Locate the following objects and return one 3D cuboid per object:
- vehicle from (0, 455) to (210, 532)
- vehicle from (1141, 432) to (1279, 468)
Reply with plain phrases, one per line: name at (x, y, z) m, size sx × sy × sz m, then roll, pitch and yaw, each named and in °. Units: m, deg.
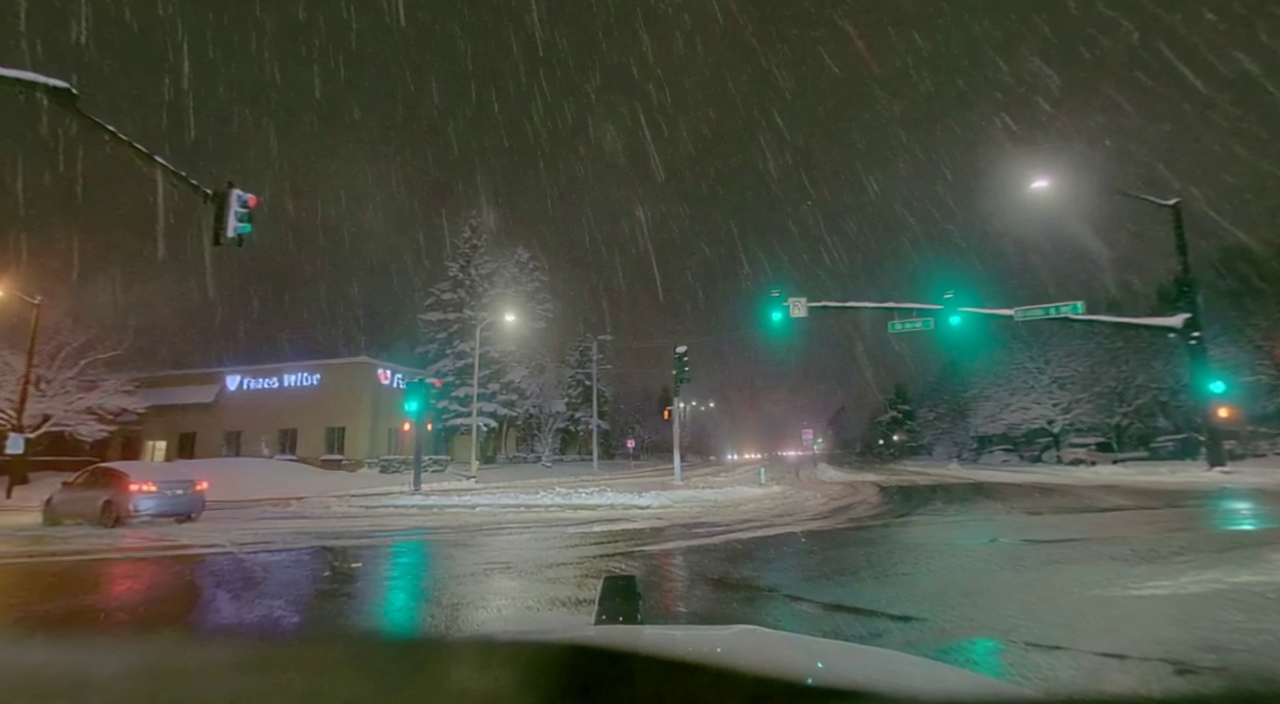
vehicle at (-13.475, 3.436, 15.856) m, size 4.312 × 1.642 × 2.197 m, roll -3°, pitch -9°, yaw 20°
vehicle at (28.763, 4.934, 31.927) m, size 4.908 × 1.713 × 1.903 m, roll -2°, pitch -9°, yaw 13°
